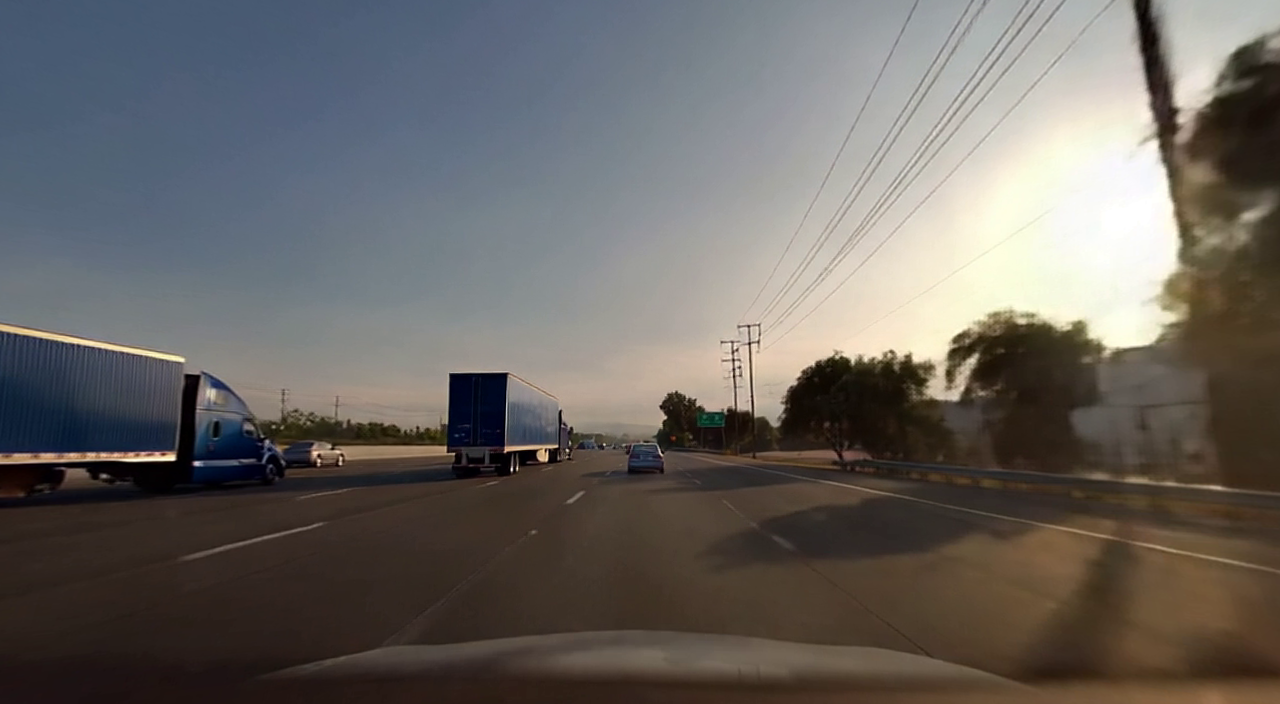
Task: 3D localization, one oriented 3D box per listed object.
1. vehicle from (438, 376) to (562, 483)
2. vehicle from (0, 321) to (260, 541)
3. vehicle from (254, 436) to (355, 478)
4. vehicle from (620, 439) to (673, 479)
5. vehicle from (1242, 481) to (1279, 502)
[{"bbox_3d":[-6.319,4.092,31.952,2.907,4.081,15.311,0,-8,0],"label":"vehicle"},{"bbox_3d":[-10.689,1.326,10.302,2.896,3.140,9.491,0,-8,1],"label":"vehicle"},{"bbox_3d":[-14.679,4.630,27.954,1.938,1.679,4.469,0,-8,1],"label":"vehicle"},{"bbox_3d":[0.265,4.483,26.602,2.055,1.514,4.323,0,-8,0],"label":"vehicle"},{"bbox_3d":[49.930,10.882,49.324,3.977,1.471,1.890,1,-9,-9],"label":"vehicle"}]
